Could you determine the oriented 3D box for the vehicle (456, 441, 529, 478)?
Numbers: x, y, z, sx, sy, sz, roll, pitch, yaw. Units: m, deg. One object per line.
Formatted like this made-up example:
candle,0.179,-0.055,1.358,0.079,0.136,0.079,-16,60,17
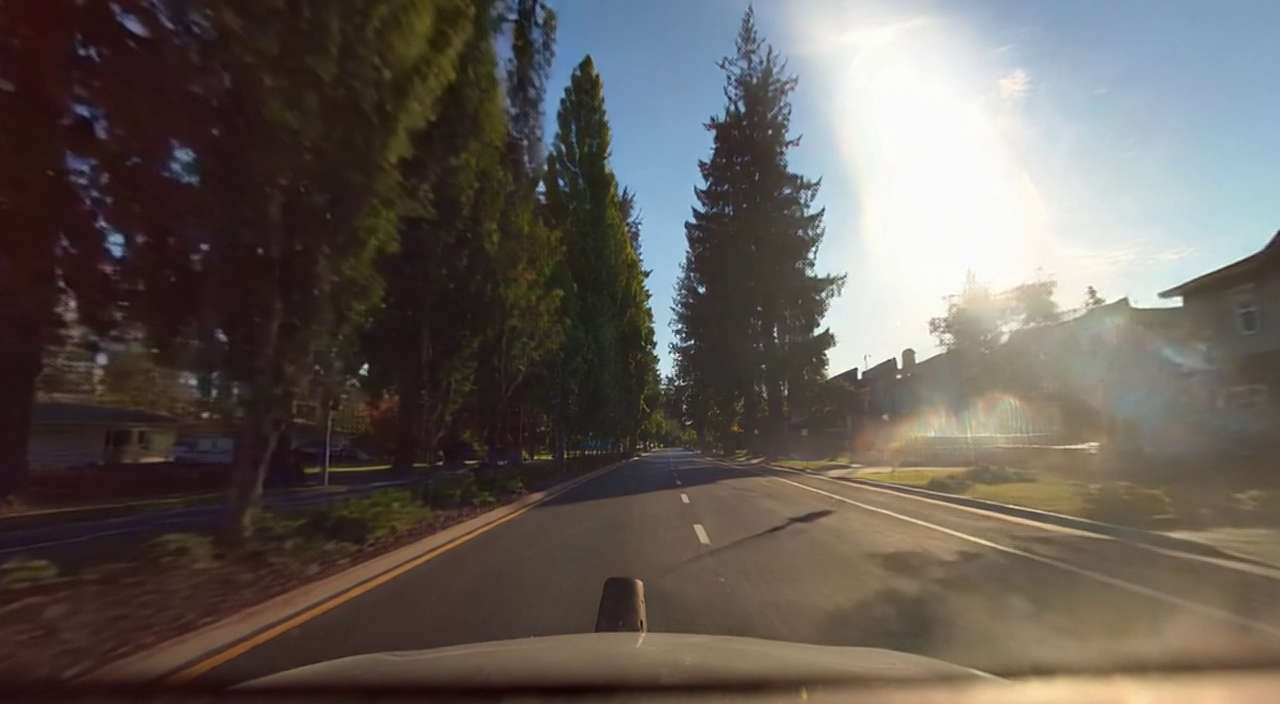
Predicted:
vehicle,-6.741,4.940,29.305,2.000,1.570,4.808,0,-8,3
